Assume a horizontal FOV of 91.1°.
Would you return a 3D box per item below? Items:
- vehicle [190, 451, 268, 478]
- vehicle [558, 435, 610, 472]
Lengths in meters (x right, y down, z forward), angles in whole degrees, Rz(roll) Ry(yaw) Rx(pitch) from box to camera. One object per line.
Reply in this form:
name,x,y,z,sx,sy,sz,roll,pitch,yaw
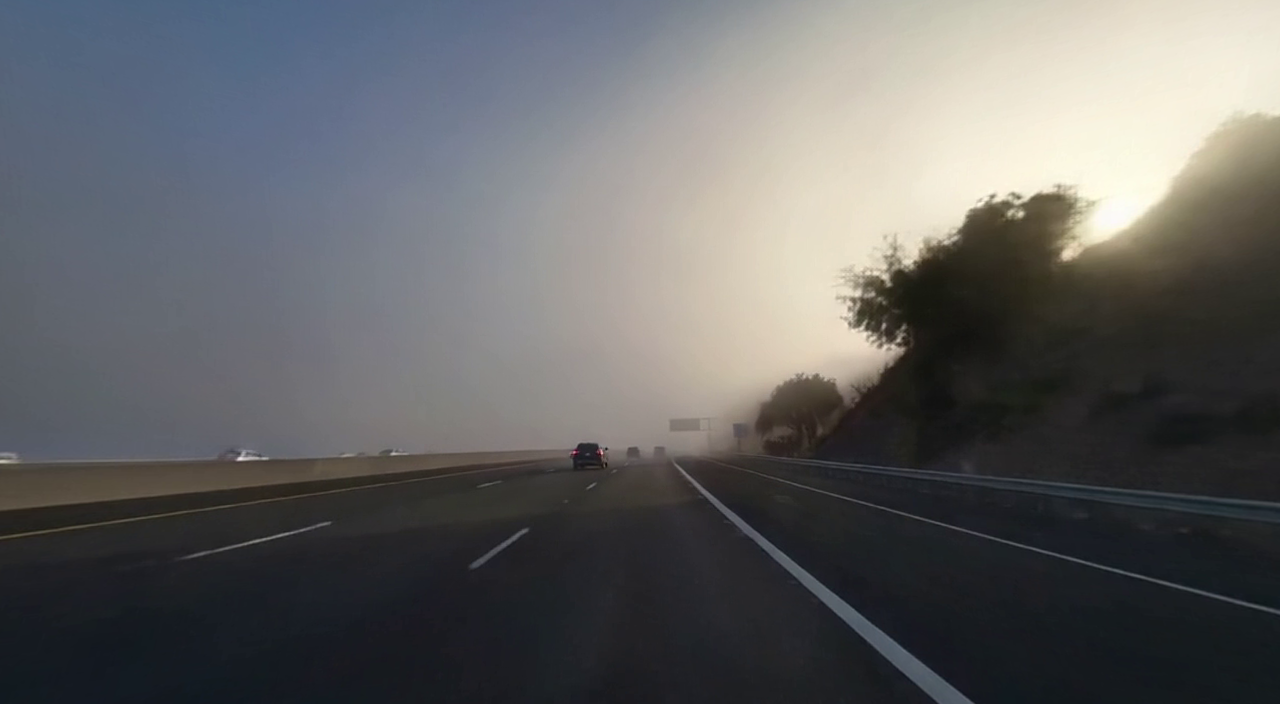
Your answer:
vehicle,-27.275,7.453,41.831,2.016,1.671,4.537,0,-8,2
vehicle,-3.086,5.769,35.862,2.413,1.896,5.218,0,-8,1
